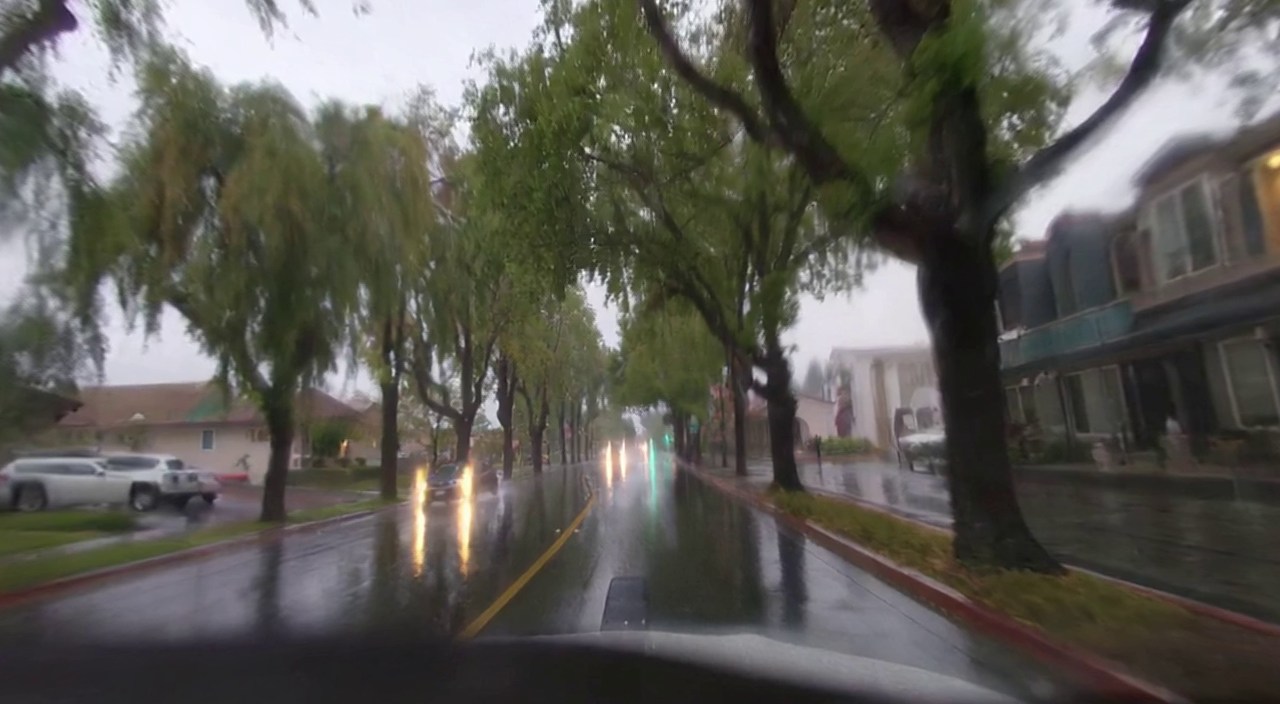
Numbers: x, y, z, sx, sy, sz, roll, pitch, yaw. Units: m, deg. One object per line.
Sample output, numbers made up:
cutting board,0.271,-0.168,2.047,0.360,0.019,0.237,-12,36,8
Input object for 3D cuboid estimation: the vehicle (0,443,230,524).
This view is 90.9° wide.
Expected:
vehicle,-16.775,4.021,19.782,5.969,2.158,2.643,0,-6,2

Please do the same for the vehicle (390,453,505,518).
vehicle,-5.616,3.908,18.999,1.956,1.452,4.426,-5,-8,1
